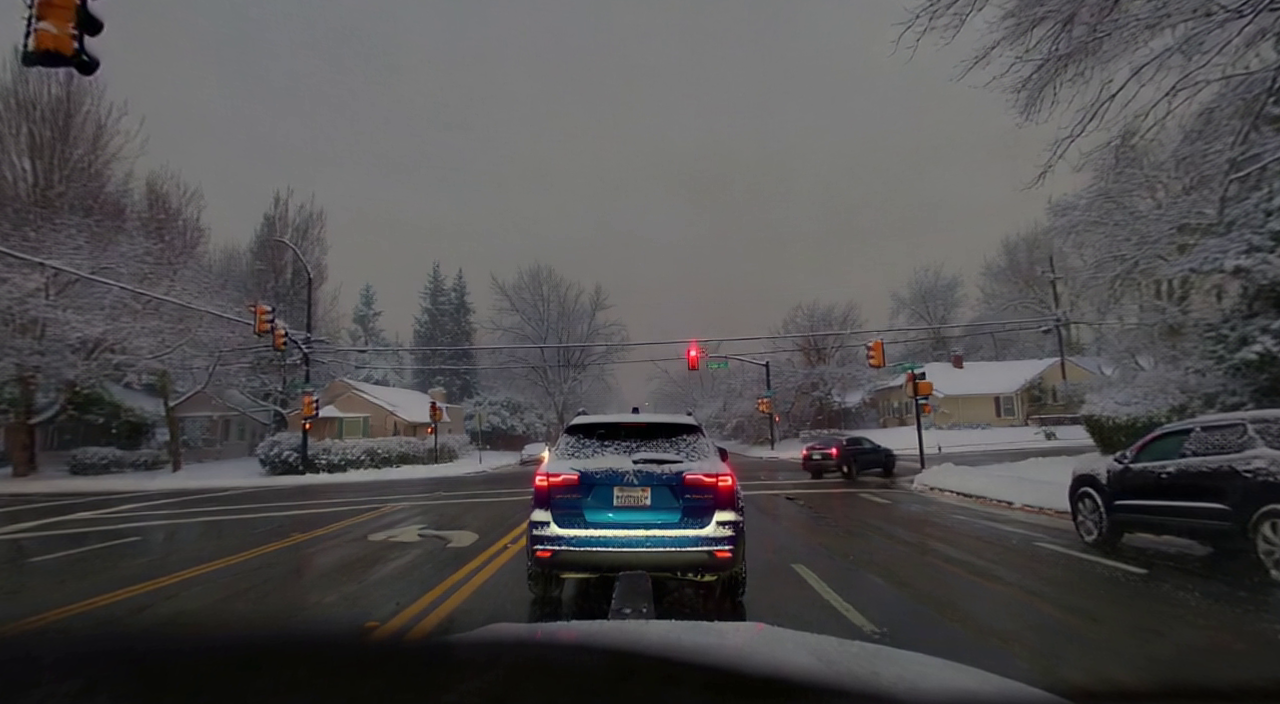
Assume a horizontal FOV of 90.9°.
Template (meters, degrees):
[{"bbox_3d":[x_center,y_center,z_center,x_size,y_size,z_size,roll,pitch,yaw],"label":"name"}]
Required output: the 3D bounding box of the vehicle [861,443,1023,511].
[{"bbox_3d":[7.280,3.010,15.815,1.860,1.436,4.479,0,-8,0],"label":"vehicle"}]

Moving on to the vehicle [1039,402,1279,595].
[{"bbox_3d":[7.018,1.543,7.051,1.989,1.791,4.735,0,-8,0],"label":"vehicle"}]

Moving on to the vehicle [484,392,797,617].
[{"bbox_3d":[0.031,1.456,6.944,2.322,1.667,4.367,0,-8,1],"label":"vehicle"}]
